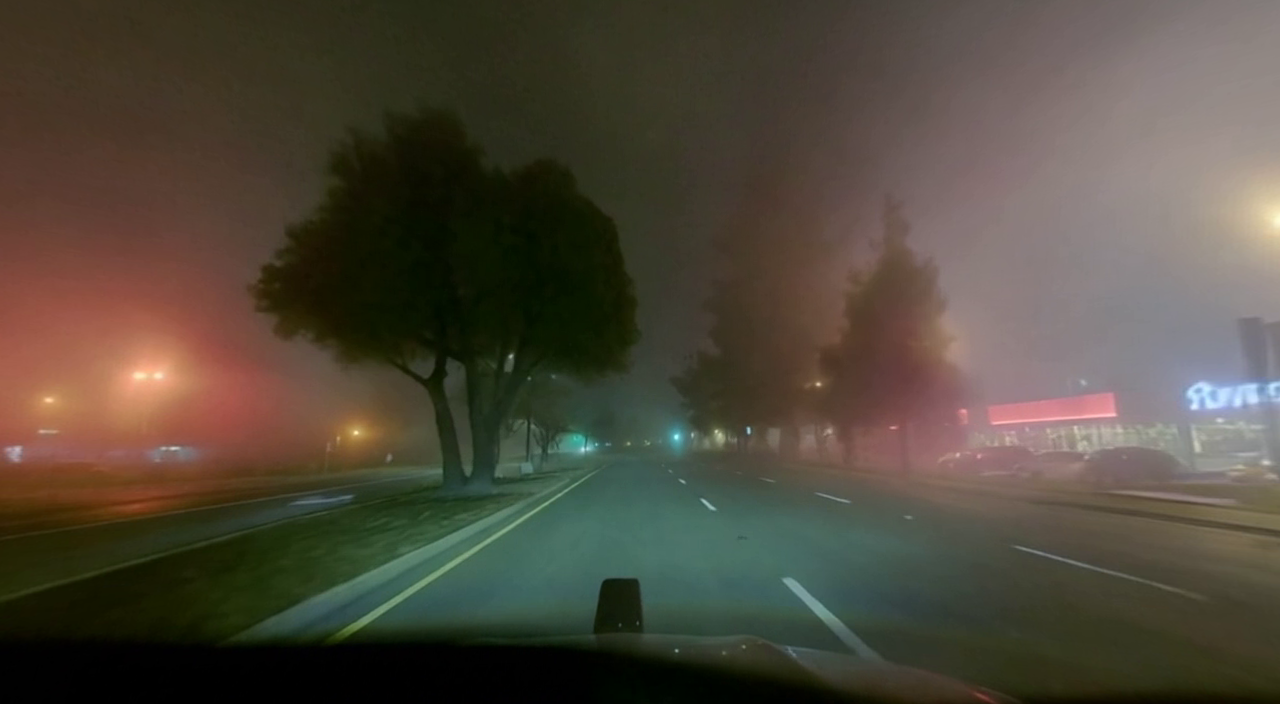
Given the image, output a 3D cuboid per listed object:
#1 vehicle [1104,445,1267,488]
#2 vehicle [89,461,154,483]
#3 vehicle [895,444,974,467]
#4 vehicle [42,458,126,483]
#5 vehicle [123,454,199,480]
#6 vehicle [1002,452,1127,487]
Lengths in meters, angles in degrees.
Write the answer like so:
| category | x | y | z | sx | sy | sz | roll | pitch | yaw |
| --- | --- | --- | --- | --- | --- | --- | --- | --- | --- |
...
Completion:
| category | x | y | z | sx | sy | sz | roll | pitch | yaw |
| --- | --- | --- | --- | --- | --- | --- | --- | --- | --- |
| vehicle | 20.453 | 4.277 | 23.836 | 4.267 | 1.512 | 1.966 | 0 | -9 | 0 |
| vehicle | -38.402 | 8.883 | 46.916 | 1.720 | 1.508 | 3.653 | 0 | -9 | -1 |
| vehicle | 20.151 | 7.071 | 43.292 | 4.333 | 1.507 | 2.101 | 0 | -9 | -1 |
| vehicle | -41.294 | 8.775 | 47.081 | 2.047 | 1.622 | 4.985 | -1 | -9 | -5 |
| vehicle | -35.648 | 8.540 | 47.156 | 1.983 | 1.818 | 4.590 | 0 | -9 | 0 |
| vehicle | 19.942 | 5.560 | 29.812 | 4.403 | 1.436 | 1.918 | -2 | -12 | 1 |
